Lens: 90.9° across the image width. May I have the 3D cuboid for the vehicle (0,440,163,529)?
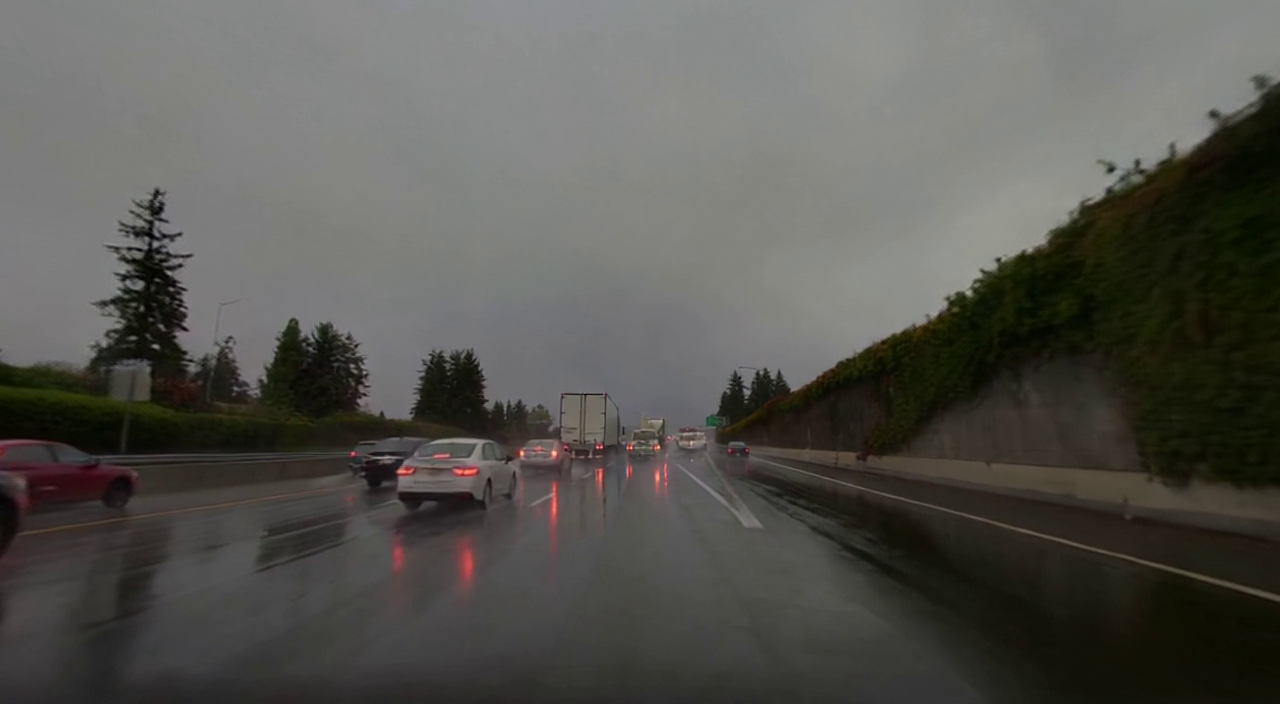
[{"bbox_3d":[-11.750,2.403,11.829,1.997,1.477,4.546,0,-8,1],"label":"vehicle"}]

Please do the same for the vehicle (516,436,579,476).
[{"bbox_3d":[-4.025,4.594,28.012,2.124,1.627,3.863,0,-8,1],"label":"vehicle"}]

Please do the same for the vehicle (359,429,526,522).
[{"bbox_3d":[-3.795,2.448,13.103,1.866,1.568,4.603,0,-8,2],"label":"vehicle"}]

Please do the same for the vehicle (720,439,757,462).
[{"bbox_3d":[6.721,6.779,43.374,2.176,1.493,3.955,-1,-8,4],"label":"vehicle"}]

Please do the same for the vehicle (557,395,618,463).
[{"bbox_3d":[-3.712,6.304,49.589,3.348,4.469,16.443,0,-9,0],"label":"vehicle"}]

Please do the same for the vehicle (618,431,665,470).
[{"bbox_3d":[0.087,5.193,33.365,2.325,1.864,4.128,0,-8,1],"label":"vehicle"}]
